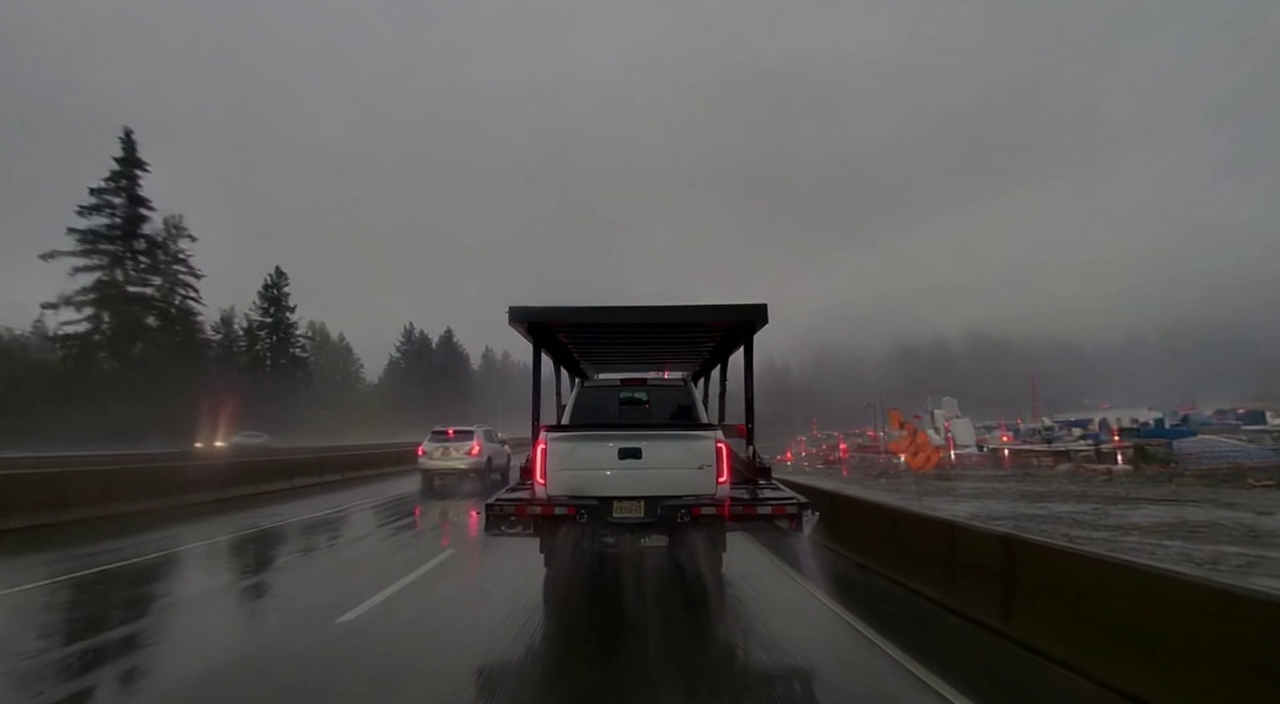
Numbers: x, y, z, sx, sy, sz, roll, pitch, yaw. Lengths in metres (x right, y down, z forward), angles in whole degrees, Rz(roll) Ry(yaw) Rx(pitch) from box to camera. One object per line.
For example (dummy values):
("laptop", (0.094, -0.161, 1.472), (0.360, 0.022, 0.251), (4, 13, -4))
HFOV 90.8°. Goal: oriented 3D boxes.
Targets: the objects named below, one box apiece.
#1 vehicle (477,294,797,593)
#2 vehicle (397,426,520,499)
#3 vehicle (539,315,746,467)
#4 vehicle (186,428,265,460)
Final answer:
("vehicle", (-0.188, 1.540, 10.744), (2.735, 2.597, 10.435), (0, -9, -2))
("vehicle", (-4.641, 2.908, 16.938), (2.057, 1.665, 4.572), (0, -9, -2))
("vehicle", (-0.056, 0.749, 9.016), (2.156, 1.604, 4.680), (0, -9, -2))
("vehicle", (-26.964, 6.020, 41.337), (2.038, 1.918, 4.771), (0, -9, -2))
